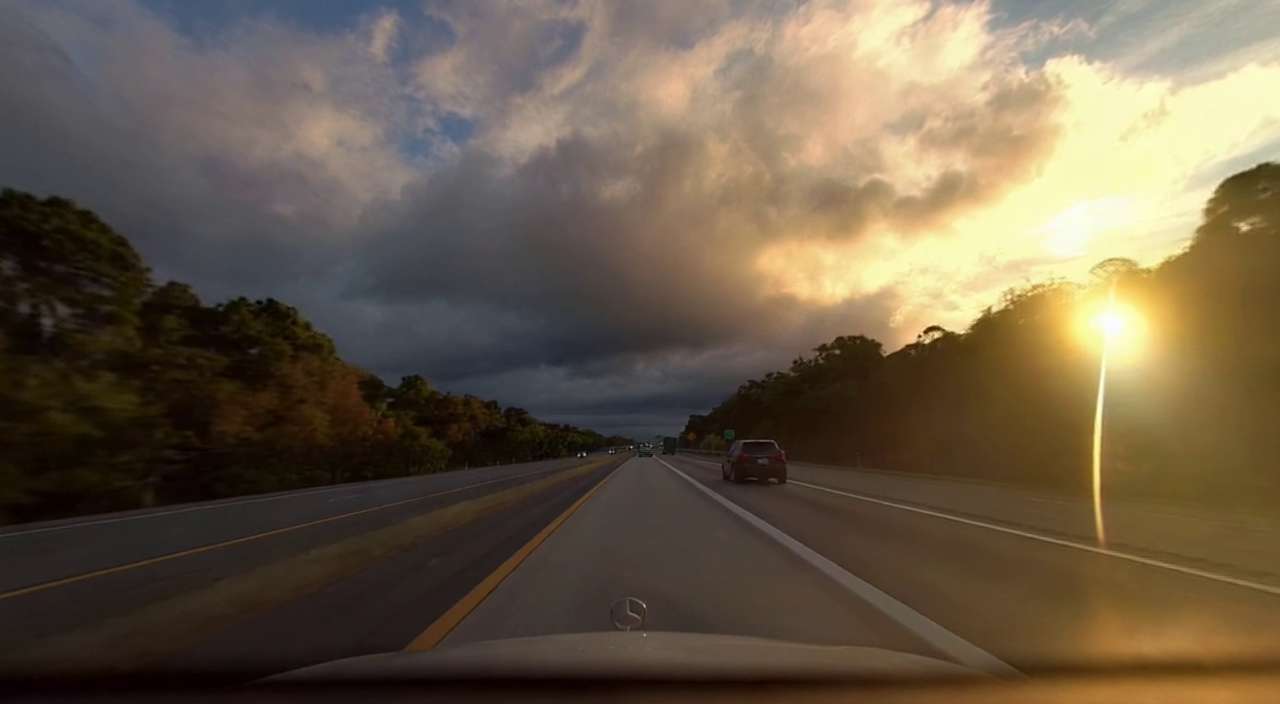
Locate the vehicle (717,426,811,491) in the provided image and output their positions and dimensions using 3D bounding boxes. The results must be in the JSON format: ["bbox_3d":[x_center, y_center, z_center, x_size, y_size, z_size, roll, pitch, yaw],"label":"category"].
[{"bbox_3d":[4.206,3.734,22.293,2.189,2.007,4.872,0,-9,-2],"label":"vehicle"}]
